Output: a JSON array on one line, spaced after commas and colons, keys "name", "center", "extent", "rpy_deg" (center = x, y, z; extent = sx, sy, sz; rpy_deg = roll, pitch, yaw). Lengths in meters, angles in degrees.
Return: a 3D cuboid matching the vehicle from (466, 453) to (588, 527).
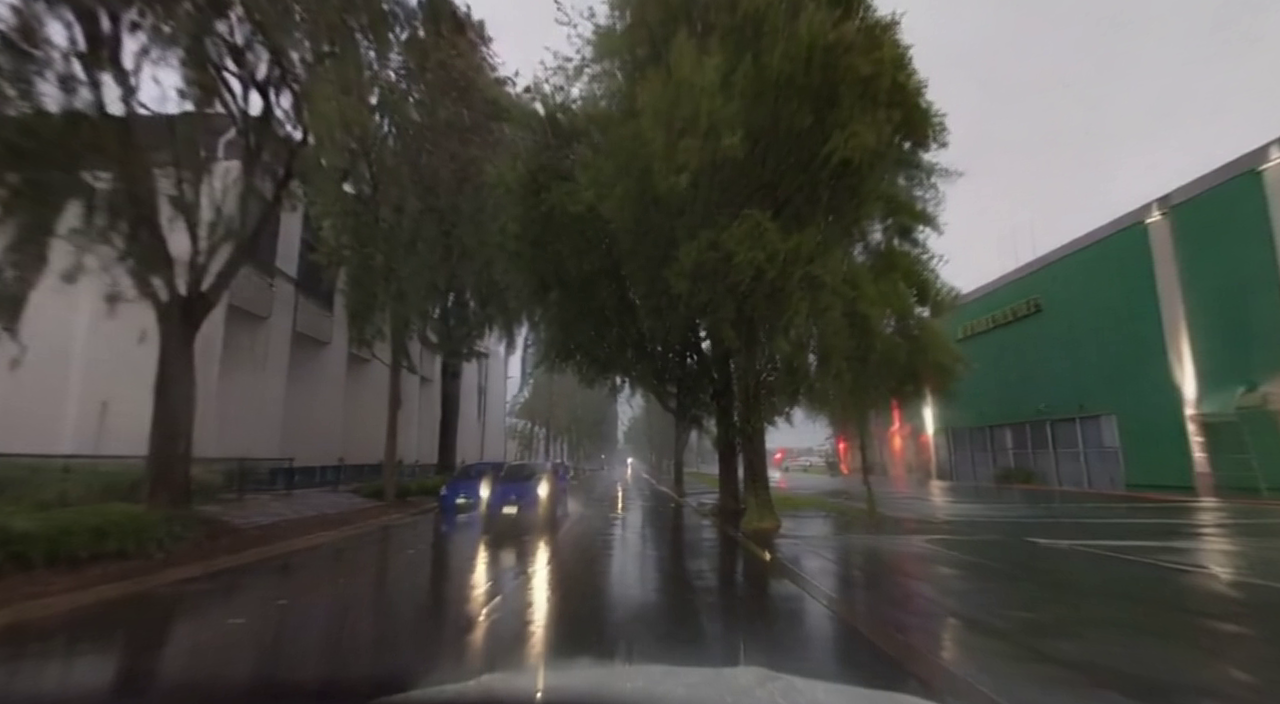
[{"name": "vehicle", "center": [-2.485, 3.223, 15.079], "extent": [1.978, 1.453, 4.314], "rpy_deg": [1, -10, 2]}]
